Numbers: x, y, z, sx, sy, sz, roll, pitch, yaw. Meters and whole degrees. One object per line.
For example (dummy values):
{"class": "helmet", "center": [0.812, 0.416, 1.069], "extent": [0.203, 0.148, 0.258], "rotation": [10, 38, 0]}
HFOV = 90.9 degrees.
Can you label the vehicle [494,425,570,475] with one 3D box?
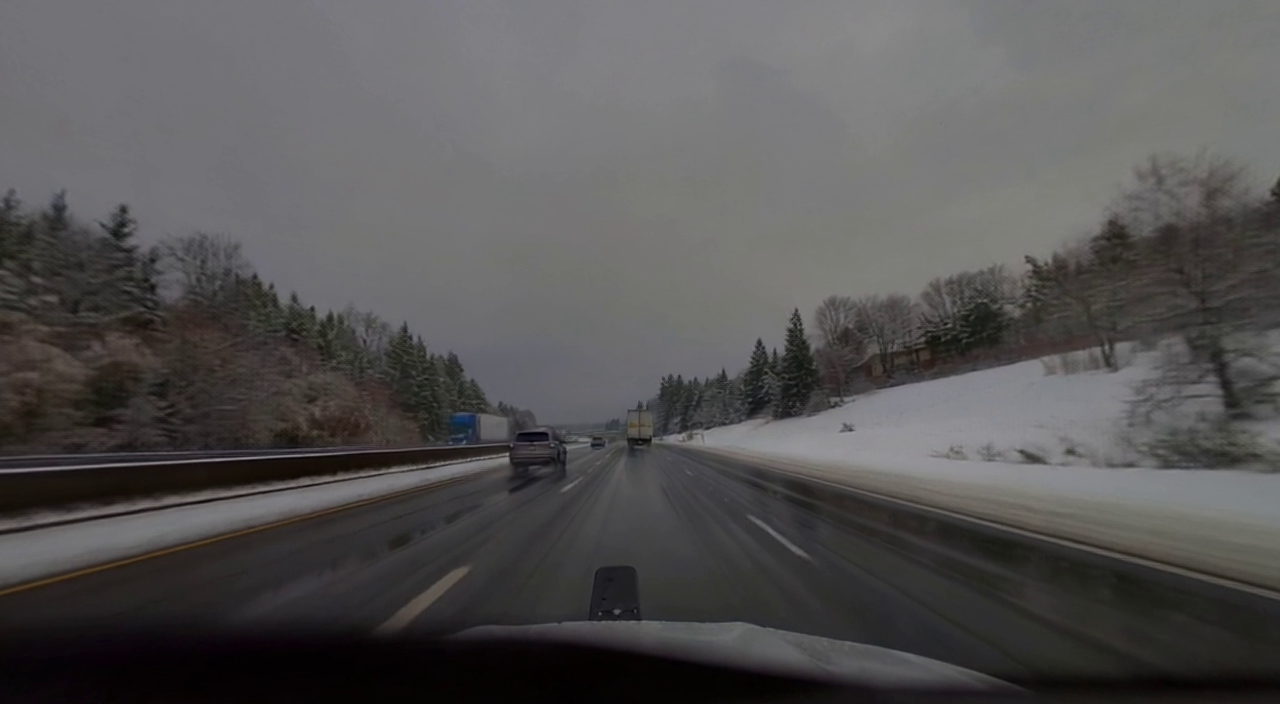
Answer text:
{"class": "vehicle", "center": [-3.849, 3.583, 23.258], "extent": [2.045, 1.655, 4.301], "rotation": [0, -8, 0]}
